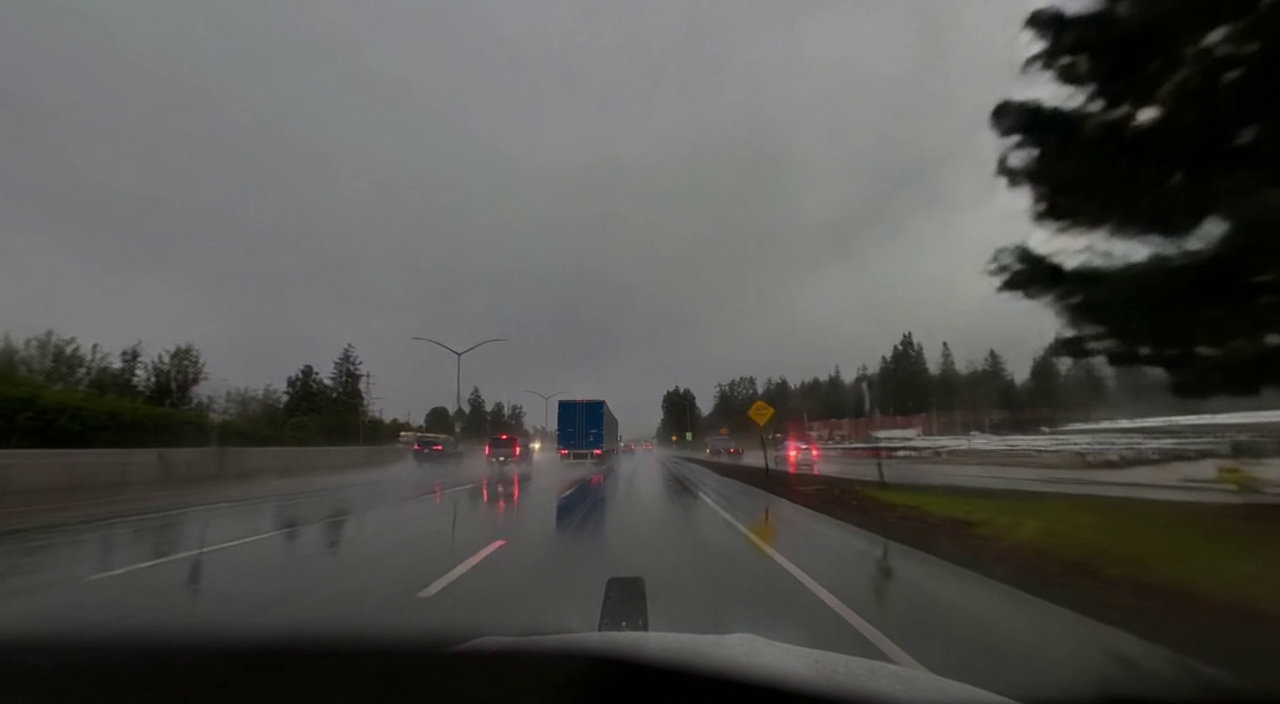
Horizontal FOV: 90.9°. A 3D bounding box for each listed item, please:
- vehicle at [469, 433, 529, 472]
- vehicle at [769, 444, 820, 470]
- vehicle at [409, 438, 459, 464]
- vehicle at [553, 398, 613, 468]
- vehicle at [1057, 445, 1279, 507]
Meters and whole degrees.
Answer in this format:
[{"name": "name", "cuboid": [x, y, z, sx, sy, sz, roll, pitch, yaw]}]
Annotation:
[{"name": "vehicle", "cuboid": [-7.199, 5.191, 32.718, 2.058, 1.840, 4.443, 0, -8, 1]}, {"name": "vehicle", "cuboid": [10.662, 7.272, 43.974, 2.083, 1.706, 4.129, 1, -8, -7]}, {"name": "vehicle", "cuboid": [-14.430, 6.955, 44.437, 1.997, 1.695, 4.492, 0, -8, 1]}, {"name": "vehicle", "cuboid": [-3.604, 5.656, 43.243, 2.905, 4.037, 12.921, 0, -8, 0]}, {"name": "vehicle", "cuboid": [14.767, 3.416, 17.997, 2.022, 1.505, 4.786, 1, -8, -8]}]
